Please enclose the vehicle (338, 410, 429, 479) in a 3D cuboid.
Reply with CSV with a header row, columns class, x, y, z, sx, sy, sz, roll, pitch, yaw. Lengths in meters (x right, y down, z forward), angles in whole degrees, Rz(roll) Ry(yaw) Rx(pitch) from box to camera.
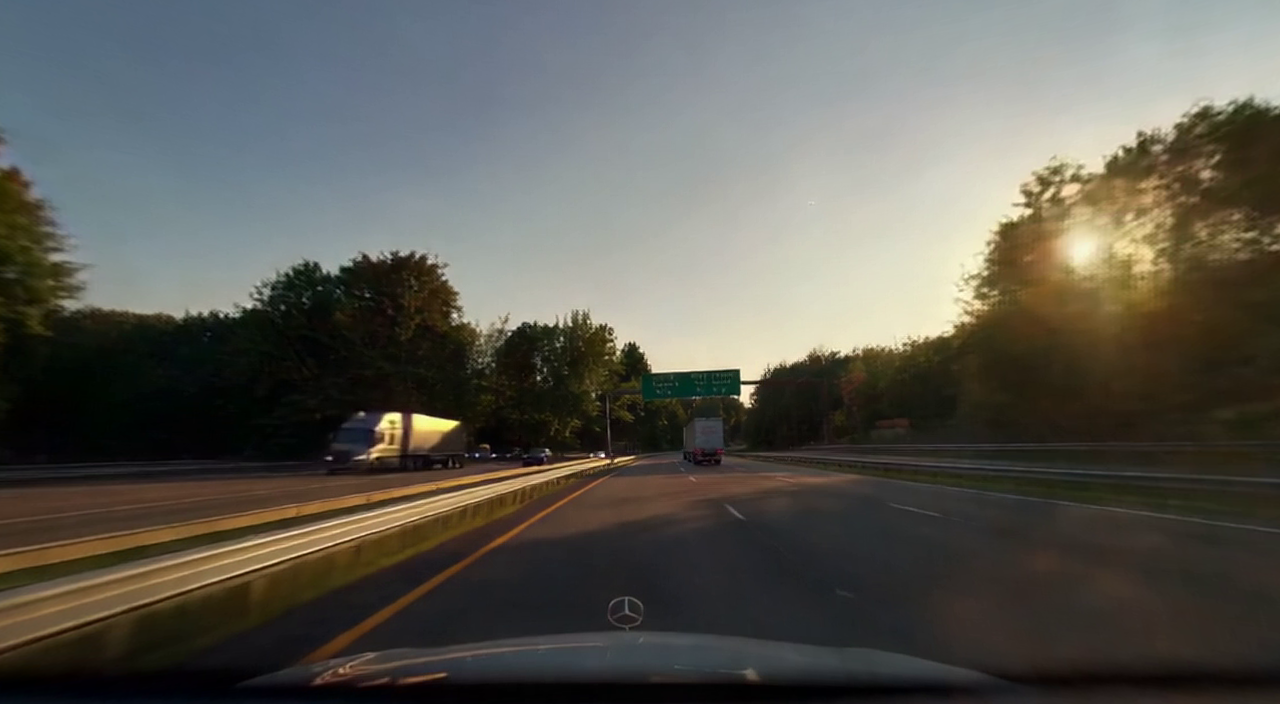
class,x,y,z,sx,sy,sz,roll,pitch,yaw
vehicle,-15.957,5.868,39.764,2.992,4.002,5.884,0,-9,1
